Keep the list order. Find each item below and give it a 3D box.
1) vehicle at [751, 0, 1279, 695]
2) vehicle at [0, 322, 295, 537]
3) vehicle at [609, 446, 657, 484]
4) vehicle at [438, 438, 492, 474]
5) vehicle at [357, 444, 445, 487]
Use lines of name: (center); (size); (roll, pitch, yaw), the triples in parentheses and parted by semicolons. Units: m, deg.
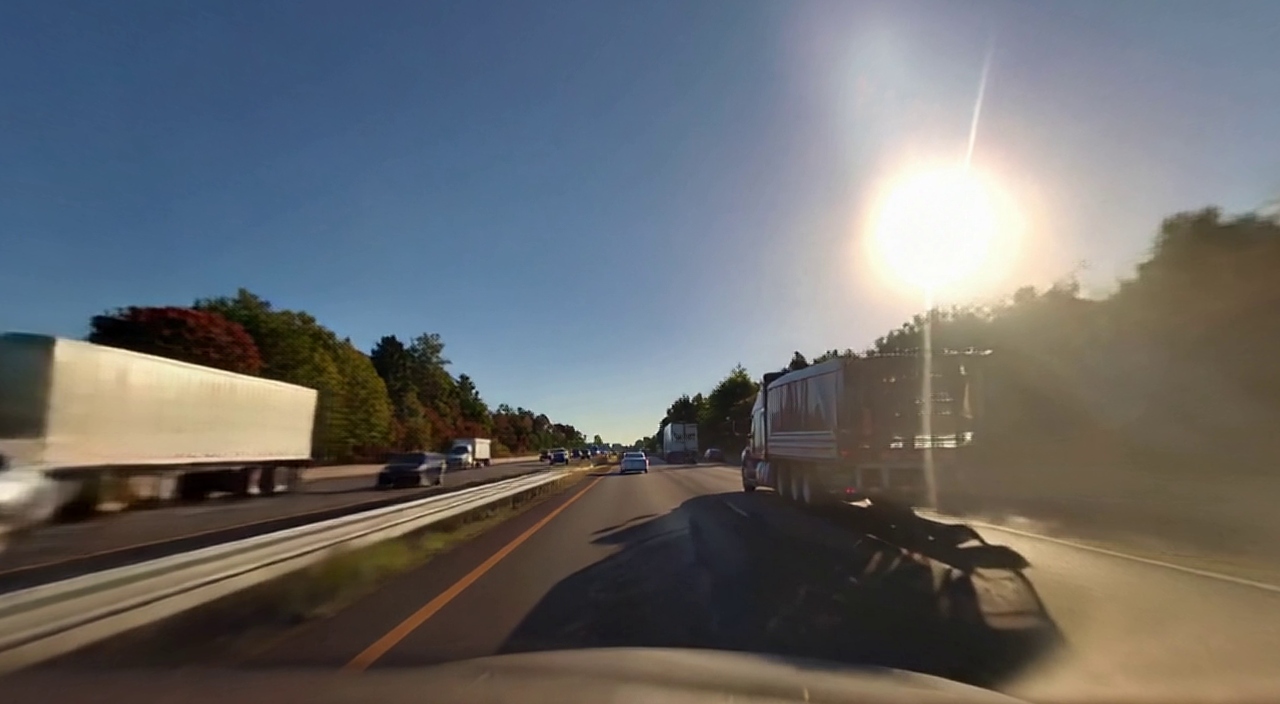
vehicle: (4.646, 0.854, 10.483); (2.842, 4.060, 13.939); (0, -9, -1)
vehicle: (-13.162, 2.082, 15.710); (2.788, 3.916, 10.940); (0, -9, 1)
vehicle: (-0.296, 4.837, 27.132); (1.939, 1.495, 3.612); (0, -9, 0)
vehicle: (-13.365, 7.998, 48.705); (2.255, 2.511, 6.577); (0, -9, 0)
vehicle: (-8.763, 4.182, 23.456); (1.848, 1.453, 3.640); (0, -9, 0)
